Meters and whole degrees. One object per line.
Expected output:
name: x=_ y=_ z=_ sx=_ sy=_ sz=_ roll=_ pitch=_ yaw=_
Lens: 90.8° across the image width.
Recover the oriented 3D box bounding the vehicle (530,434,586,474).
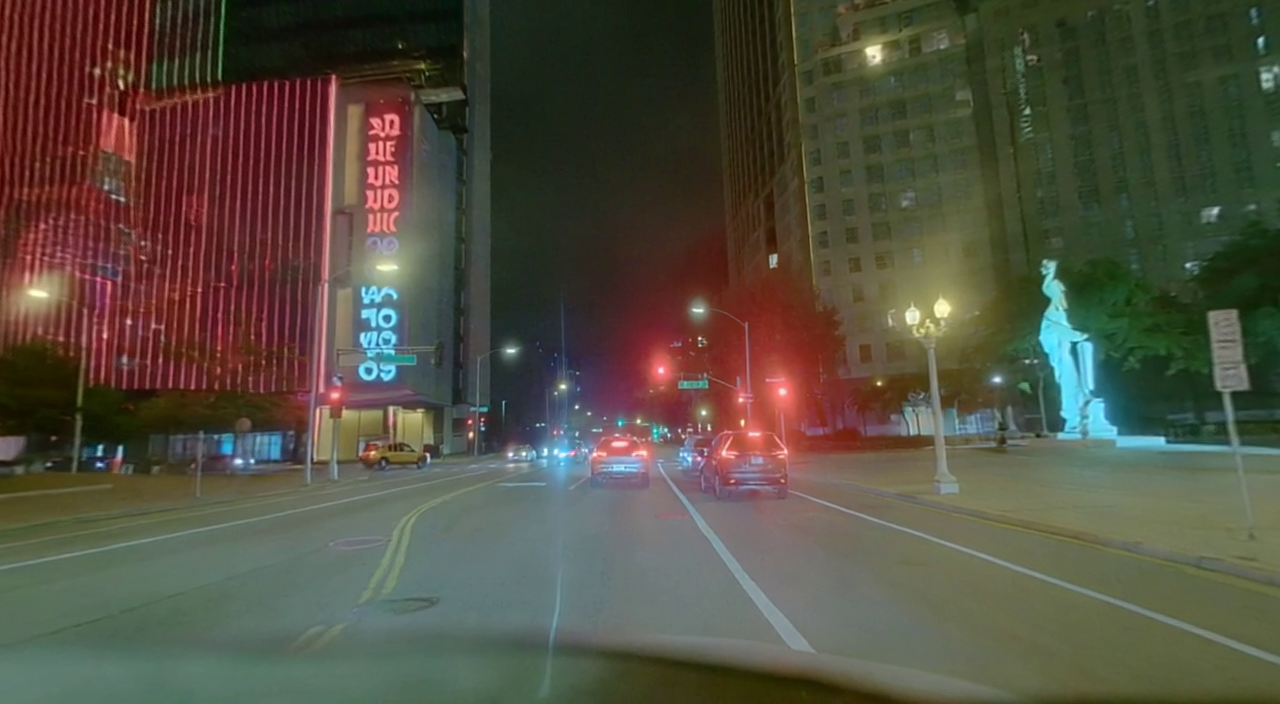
vehicle: x=-3.591 y=4.598 z=28.694 sx=2.045 sy=1.633 sz=4.864 roll=0 pitch=-9 yaw=-2

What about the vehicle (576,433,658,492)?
vehicle: x=-0.597 y=3.123 z=18.206 sx=2.096 sy=1.492 sz=4.071 roll=0 pitch=-9 yaw=0

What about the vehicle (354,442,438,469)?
vehicle: x=-16.556 y=7.032 z=43.048 sx=4.855 sy=1.769 sz=2.071 roll=0 pitch=-9 yaw=-1

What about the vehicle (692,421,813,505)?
vehicle: x=2.594 y=2.715 z=15.809 sx=2.096 sy=1.775 sz=4.440 roll=0 pitch=-9 yaw=-1

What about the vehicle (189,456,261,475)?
vehicle: x=-32.392 y=8.830 z=49.363 sx=4.392 sy=1.427 sz=1.764 roll=0 pitch=-9 yaw=0
